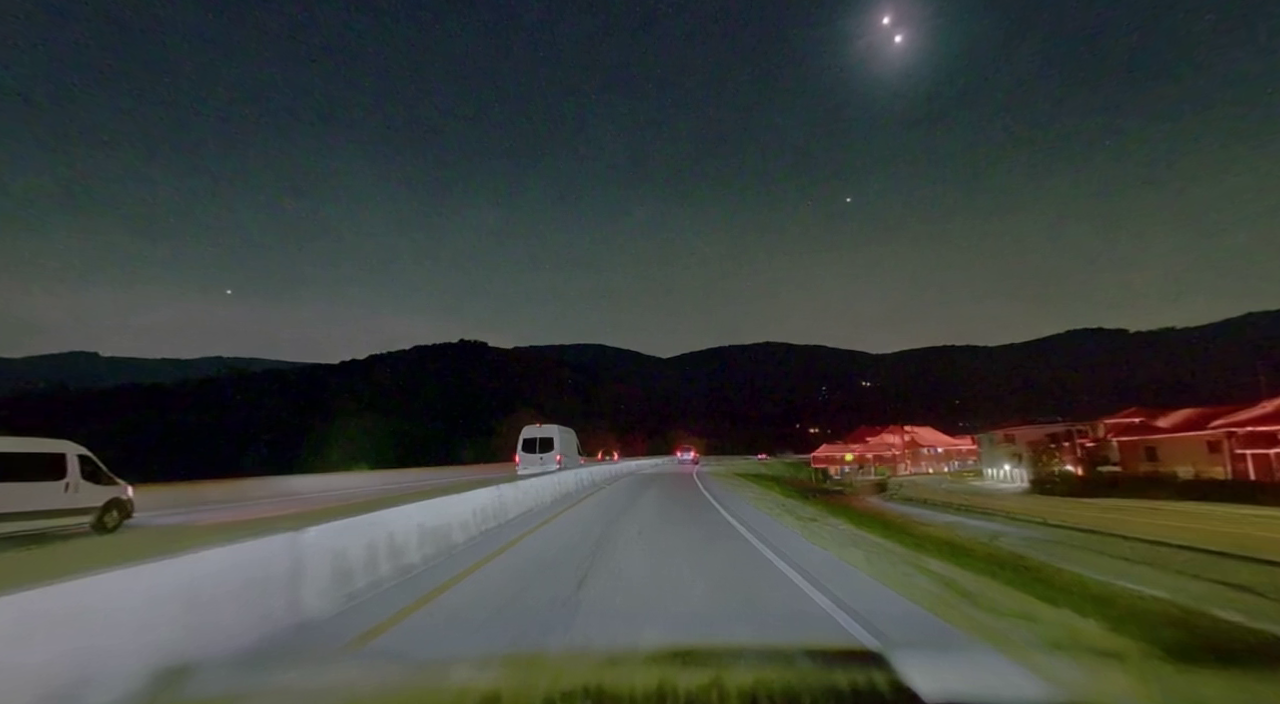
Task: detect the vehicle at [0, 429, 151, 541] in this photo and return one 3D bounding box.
[{"bbox_3d":[-9.691,1.880,9.037,1.821,1.524,4.342,0,-9,1],"label":"vehicle"}]

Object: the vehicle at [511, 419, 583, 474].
[{"bbox_3d":[-4.904,5.181,34.525,2.314,2.703,6.441,-1,-9,6],"label":"vehicle"}]
